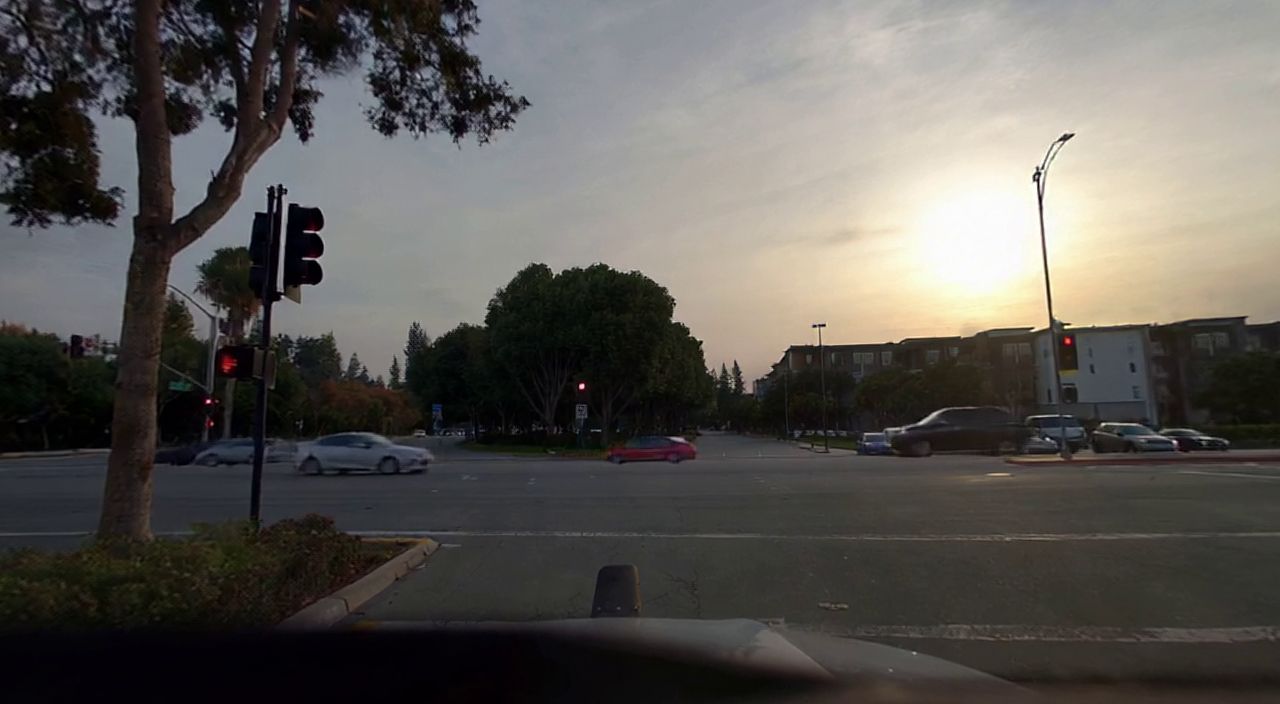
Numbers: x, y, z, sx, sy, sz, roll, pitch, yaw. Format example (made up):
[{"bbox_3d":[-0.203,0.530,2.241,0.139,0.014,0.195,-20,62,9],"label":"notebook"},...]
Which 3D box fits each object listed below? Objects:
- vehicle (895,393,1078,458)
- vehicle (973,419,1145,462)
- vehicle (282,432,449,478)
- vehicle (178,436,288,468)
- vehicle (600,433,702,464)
[{"bbox_3d":[17.965,3.942,33.327,7.790,3.197,2.653,-2,-9,10],"label":"vehicle"},{"bbox_3d":[15.020,3.221,22.946,4.749,1.461,1.892,-1,-9,9],"label":"vehicle"},{"bbox_3d":[-9.296,3.505,21.579,4.836,1.445,2.057,-2,-9,10],"label":"vehicle"},{"bbox_3d":[-21.546,5.308,33.545,4.677,1.593,2.029,-2,-9,10],"label":"vehicle"},{"bbox_3d":[0.589,4.859,31.800,4.860,1.441,1.934,-2,-9,12],"label":"vehicle"}]
